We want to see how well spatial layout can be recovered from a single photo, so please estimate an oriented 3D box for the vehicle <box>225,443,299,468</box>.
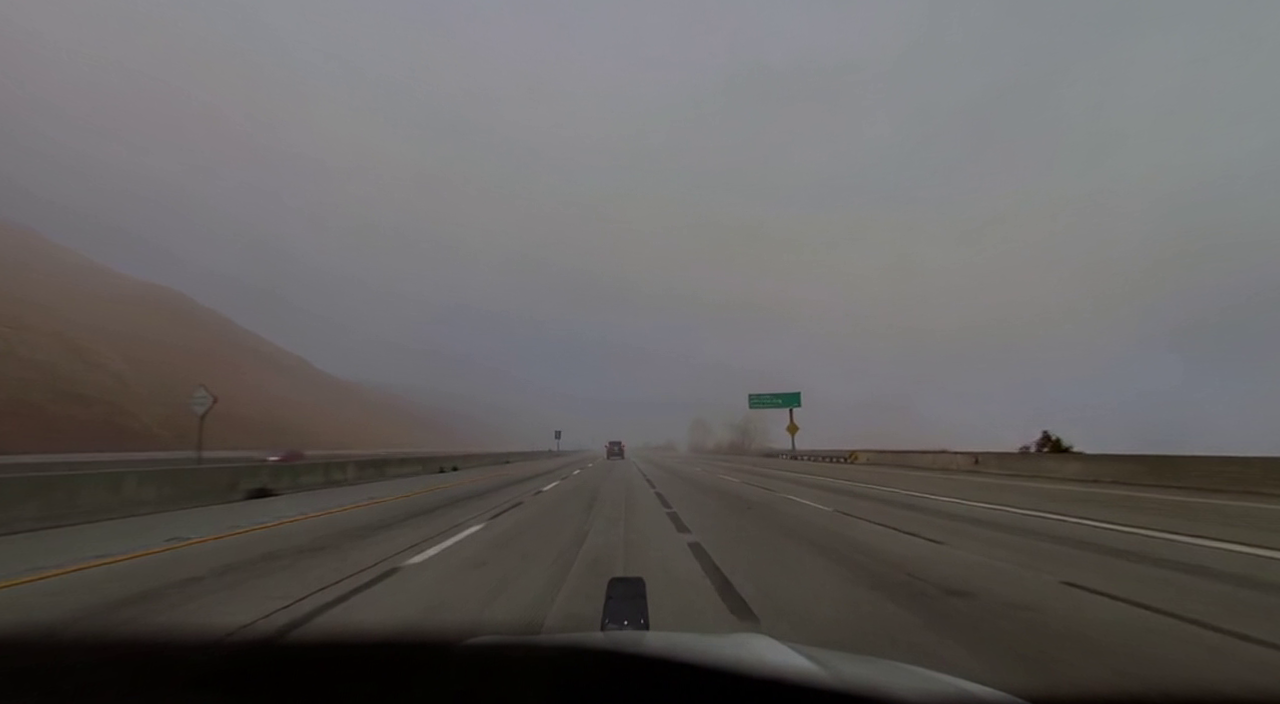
[{"bbox_3d":[-24.513,6.716,41.083,2.199,1.481,4.230,0,-9,-1],"label":"vehicle"}]
